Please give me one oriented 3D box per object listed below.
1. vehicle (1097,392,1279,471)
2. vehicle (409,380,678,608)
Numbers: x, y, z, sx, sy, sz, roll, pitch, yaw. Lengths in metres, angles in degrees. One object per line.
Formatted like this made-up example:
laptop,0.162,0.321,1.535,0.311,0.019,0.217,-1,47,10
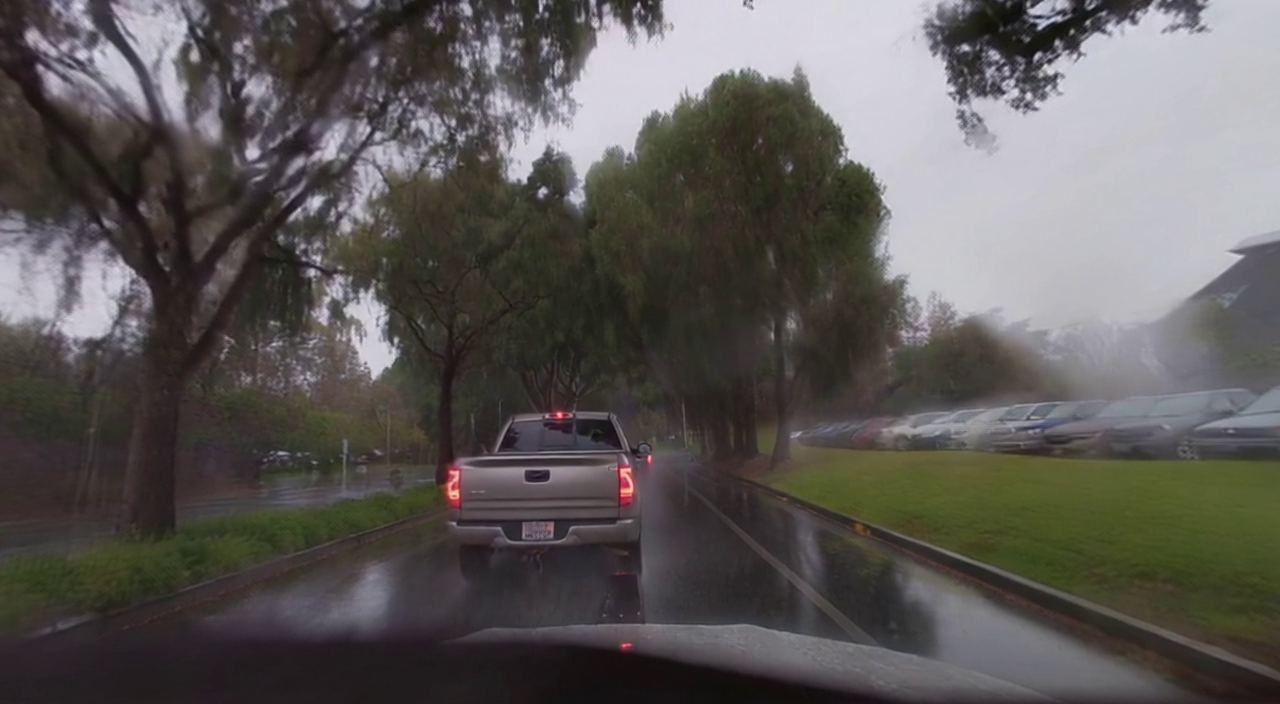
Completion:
vehicle,11.865,1.545,12.330,4.298,1.392,1.944,-1,-8,2
vehicle,-0.702,1.507,7.670,2.157,1.816,5.039,0,-8,2
